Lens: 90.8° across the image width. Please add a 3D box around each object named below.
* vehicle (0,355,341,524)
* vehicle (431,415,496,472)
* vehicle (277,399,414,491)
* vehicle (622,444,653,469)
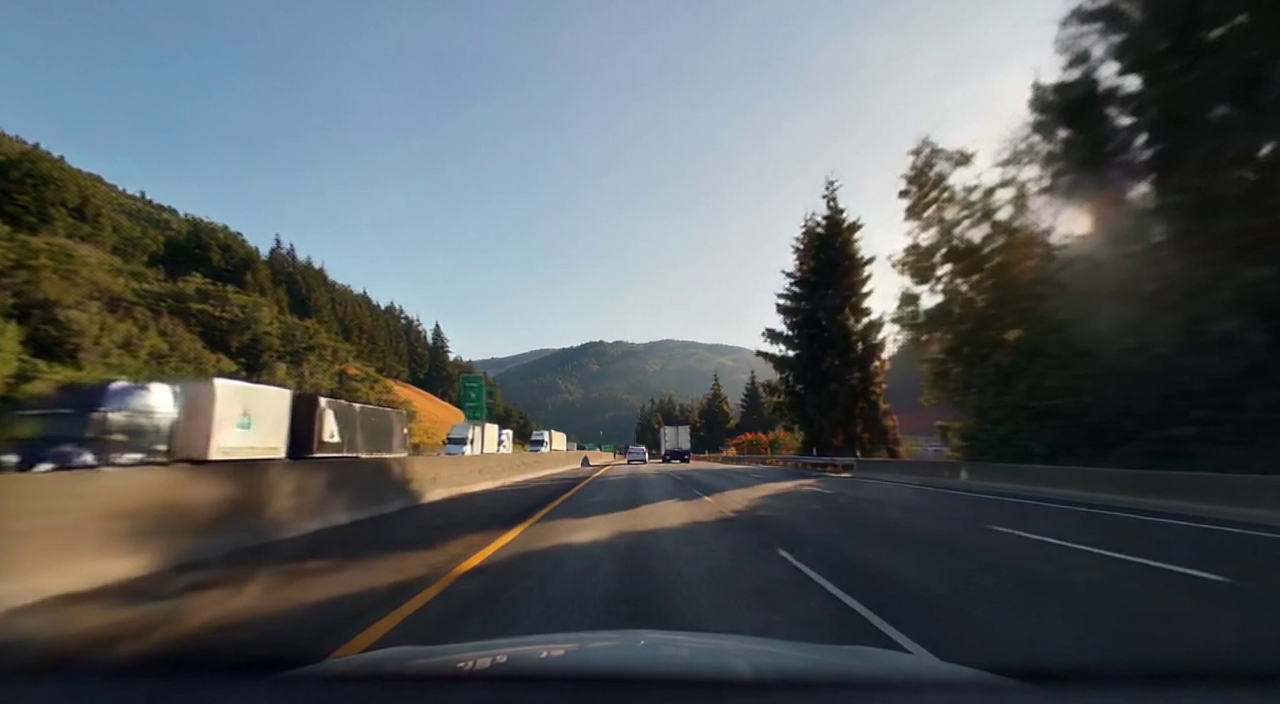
[{"bbox_3d":[-13.206,2.710,19.329,2.919,3.755,10.586,0,-9,0],"label":"vehicle"},{"bbox_3d":[-12.730,6.694,46.073,2.948,3.877,6.066,0,-9,-1],"label":"vehicle"},{"bbox_3d":[-13.088,4.270,28.962,2.668,3.649,7.436,0,-9,0],"label":"vehicle"},{"bbox_3d":[-0.176,7.629,46.128,2.137,1.689,4.051,0,-9,0],"label":"vehicle"}]
